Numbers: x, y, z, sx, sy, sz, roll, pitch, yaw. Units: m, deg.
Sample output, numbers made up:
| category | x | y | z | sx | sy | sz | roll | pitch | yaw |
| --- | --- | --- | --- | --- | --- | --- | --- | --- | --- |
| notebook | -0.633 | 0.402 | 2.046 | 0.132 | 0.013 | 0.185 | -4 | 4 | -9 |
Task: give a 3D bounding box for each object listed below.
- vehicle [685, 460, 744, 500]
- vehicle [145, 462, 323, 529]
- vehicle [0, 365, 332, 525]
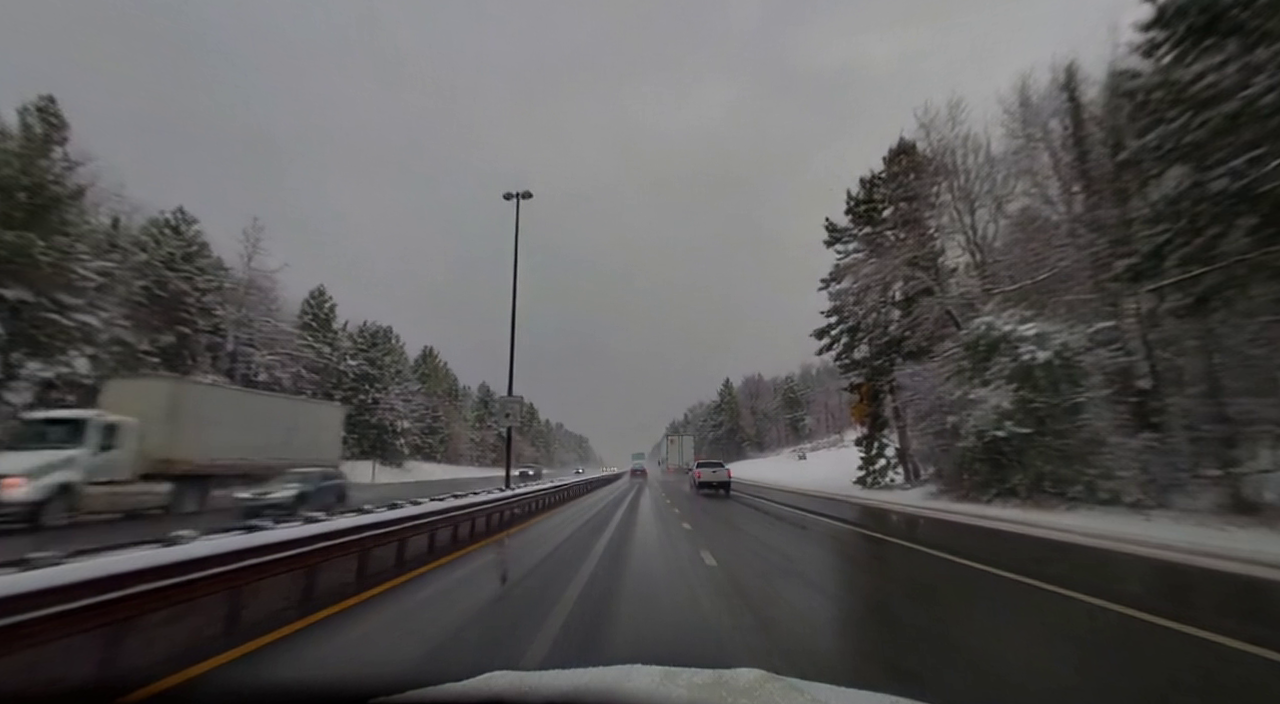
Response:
| category | x | y | z | sx | sy | sz | roll | pitch | yaw |
| --- | --- | --- | --- | --- | --- | --- | --- | --- | --- |
| vehicle | 3.331 | 5.836 | 28.975 | 2.124 | 1.662 | 4.641 | 1 | -10 | 0 |
| vehicle | -10.095 | 3.581 | 16.112 | 1.881 | 1.438 | 3.903 | 1 | -10 | 1 |
| vehicle | -14.403 | 3.219 | 20.870 | 2.926 | 3.944 | 10.427 | 1 | -10 | 1 |
